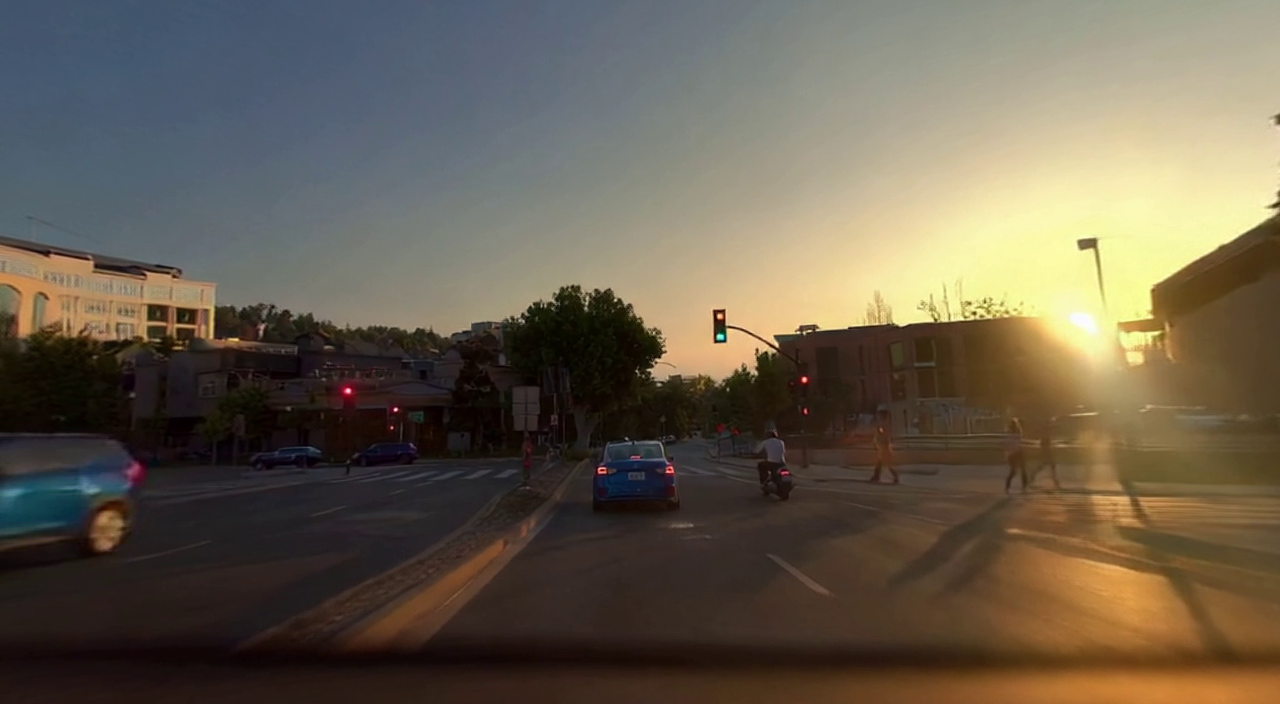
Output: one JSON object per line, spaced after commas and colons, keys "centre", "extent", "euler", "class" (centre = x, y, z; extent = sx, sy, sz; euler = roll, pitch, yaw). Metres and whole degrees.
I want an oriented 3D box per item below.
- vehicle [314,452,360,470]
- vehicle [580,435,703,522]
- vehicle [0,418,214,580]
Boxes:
{"centre": [-22.976, 8.245, 47.853], "extent": [1.433, 1.269, 2.779], "euler": [-5, -10, 29], "class": "vehicle"}
{"centre": [-0.061, 2.495, 12.967], "extent": [2.118, 1.480, 3.949], "euler": [0, -9, -3], "class": "vehicle"}
{"centre": [-7.730, 1.721, 7.753], "extent": [1.993, 1.692, 4.226], "euler": [0, -9, 0], "class": "vehicle"}
